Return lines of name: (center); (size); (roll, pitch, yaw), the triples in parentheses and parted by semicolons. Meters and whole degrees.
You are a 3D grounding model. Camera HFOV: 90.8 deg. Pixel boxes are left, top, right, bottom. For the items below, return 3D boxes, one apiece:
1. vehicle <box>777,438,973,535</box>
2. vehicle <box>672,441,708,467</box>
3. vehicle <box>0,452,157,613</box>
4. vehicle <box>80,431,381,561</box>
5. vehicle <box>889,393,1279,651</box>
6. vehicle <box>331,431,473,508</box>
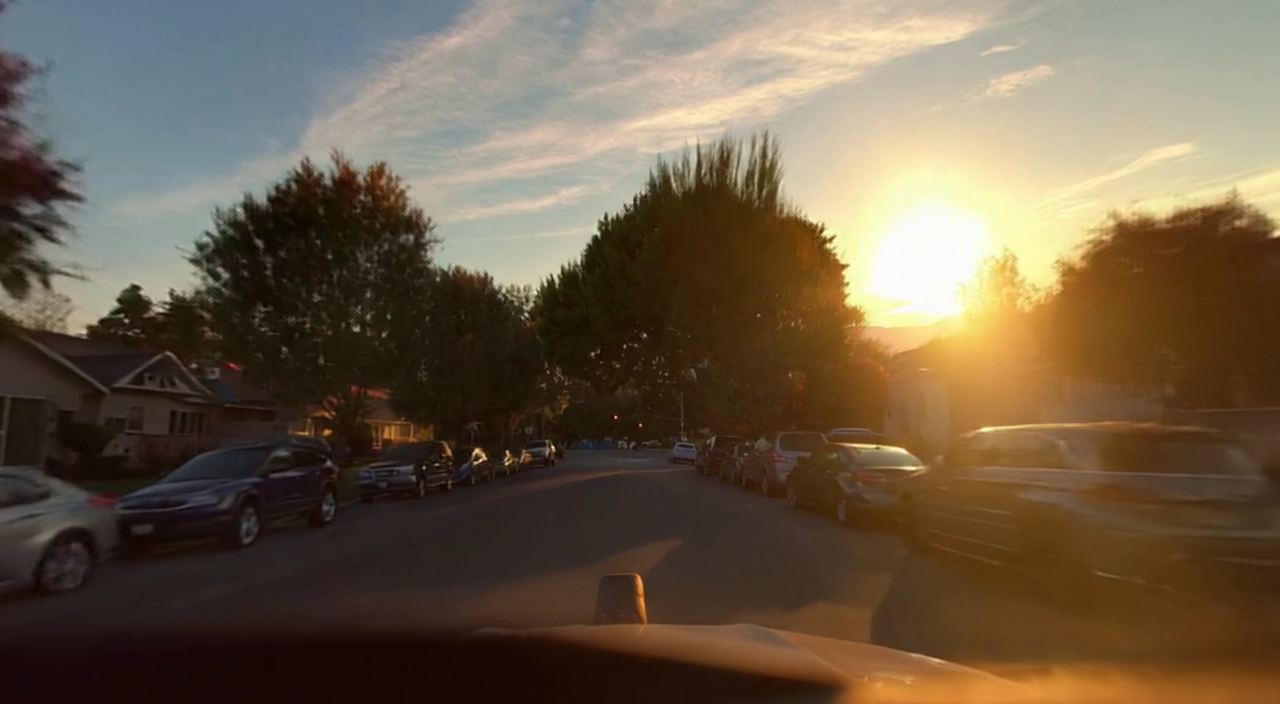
vehicle: (4.202, 2.465, 12.282); (1.877, 1.486, 4.713); (0, -9, -2)
vehicle: (3.692, 7.602, 47.302); (2.101, 1.771, 4.747); (0, -9, -2)
vehicle: (-6.870, 1.672, 5.480); (1.828, 1.468, 4.738); (-2, -8, -3)
vehicle: (-7.084, 2.504, 11.970); (2.162, 1.846, 5.426); (0, -8, -1)
vehicle: (4.505, 1.483, 6.581); (1.918, 1.740, 4.415); (0, -9, -1)
vehicle: (-7.144, 3.580, 19.886); (2.195, 2.023, 6.055); (0, -8, -1)
